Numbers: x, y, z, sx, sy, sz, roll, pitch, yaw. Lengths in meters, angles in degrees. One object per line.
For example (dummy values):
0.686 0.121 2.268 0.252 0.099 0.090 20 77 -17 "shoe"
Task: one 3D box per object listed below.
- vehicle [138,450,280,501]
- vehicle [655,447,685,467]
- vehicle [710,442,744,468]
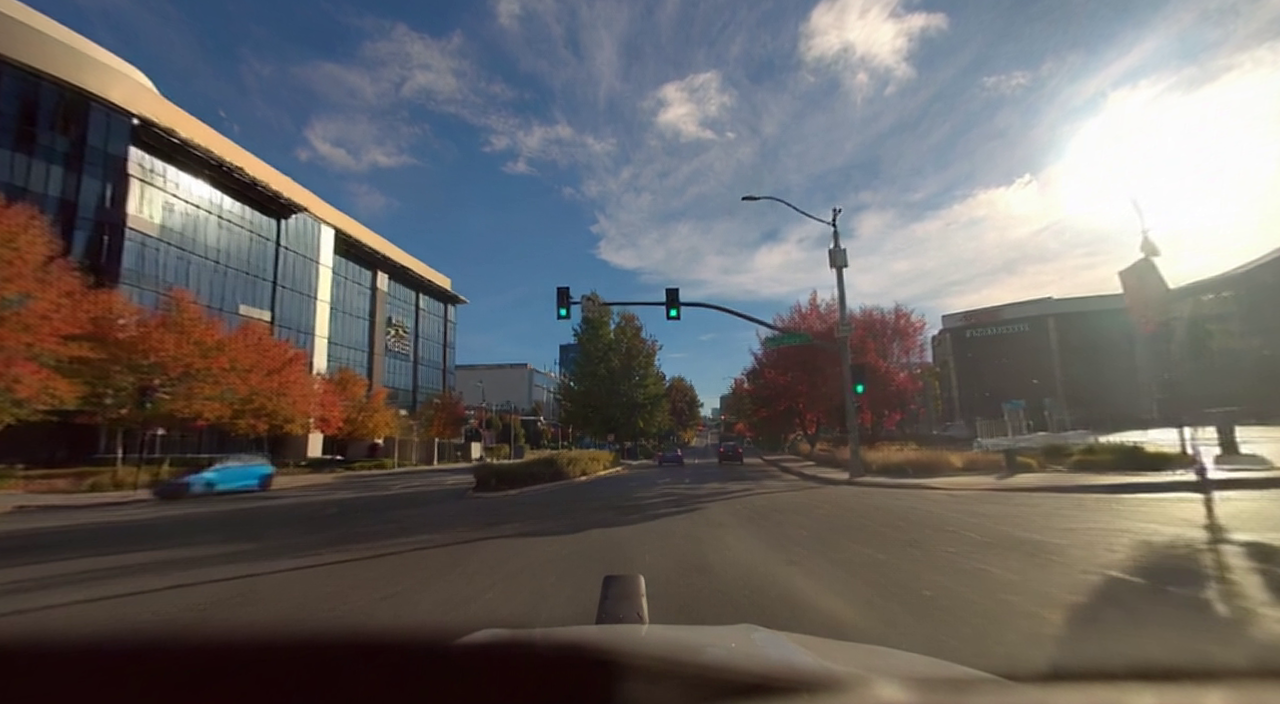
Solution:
-14.993 4.278 22.250 1.904 1.582 4.111 0 -9 3 "vehicle"
2.412 8.176 49.246 2.014 1.525 4.197 -1 -9 7 "vehicle"
6.245 7.416 45.566 2.174 1.749 4.739 0 -9 5 "vehicle"
